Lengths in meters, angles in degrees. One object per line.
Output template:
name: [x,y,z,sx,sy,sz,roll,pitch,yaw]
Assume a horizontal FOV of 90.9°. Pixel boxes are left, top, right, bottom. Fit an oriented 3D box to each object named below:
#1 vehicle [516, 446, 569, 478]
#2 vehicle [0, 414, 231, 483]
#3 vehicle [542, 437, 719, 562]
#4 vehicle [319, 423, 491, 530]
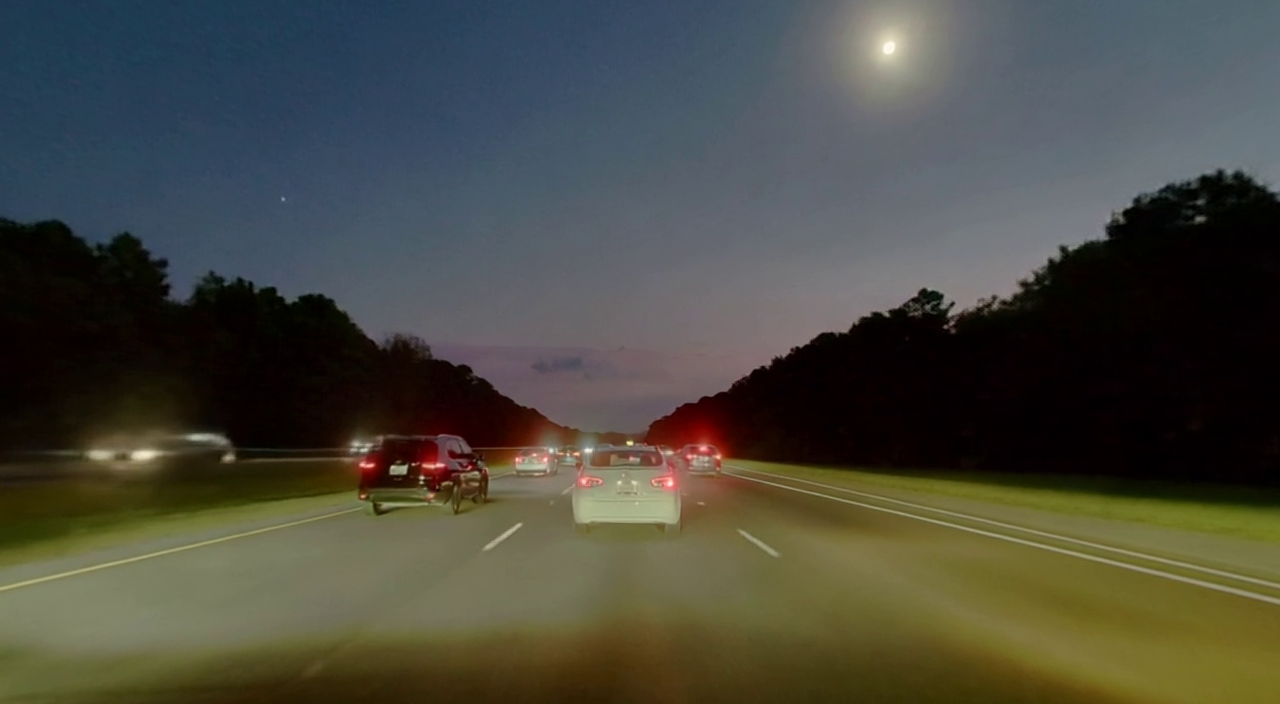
vehicle: [-4.824,5.493,31.601,2.122,1.491,3.800,0,-9,-1]
vehicle: [-12.764,2.427,15.799,2.076,1.461,4.477,0,-9,-2]
vehicle: [-0.190,2.105,9.744,2.120,1.478,4.179,0,-9,-2]
vehicle: [-4.282,2.332,12.277,1.830,1.703,4.142,0,-9,-2]
